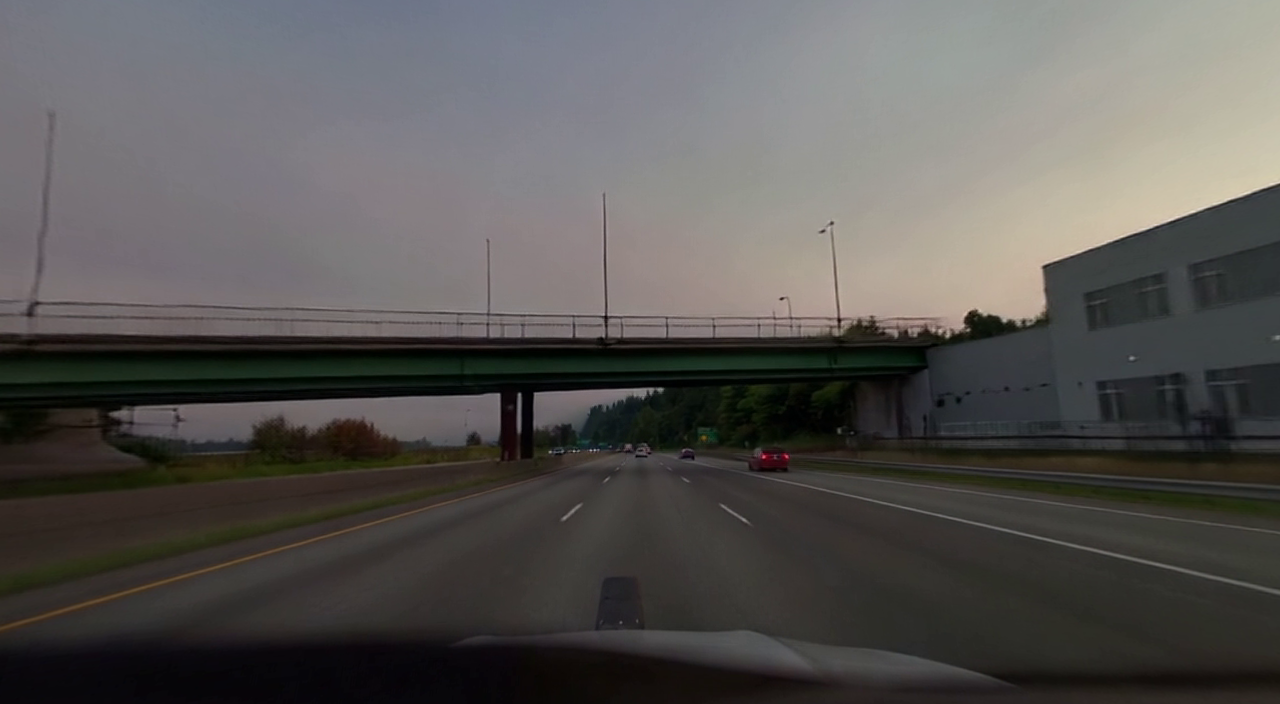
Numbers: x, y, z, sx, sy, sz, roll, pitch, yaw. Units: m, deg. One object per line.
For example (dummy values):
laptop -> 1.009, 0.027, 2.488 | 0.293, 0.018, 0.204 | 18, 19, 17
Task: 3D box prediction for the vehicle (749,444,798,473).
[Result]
vehicle -> 7.631, 6.111, 36.394 | 1.923, 1.516, 3.815 | 0, -9, -1
